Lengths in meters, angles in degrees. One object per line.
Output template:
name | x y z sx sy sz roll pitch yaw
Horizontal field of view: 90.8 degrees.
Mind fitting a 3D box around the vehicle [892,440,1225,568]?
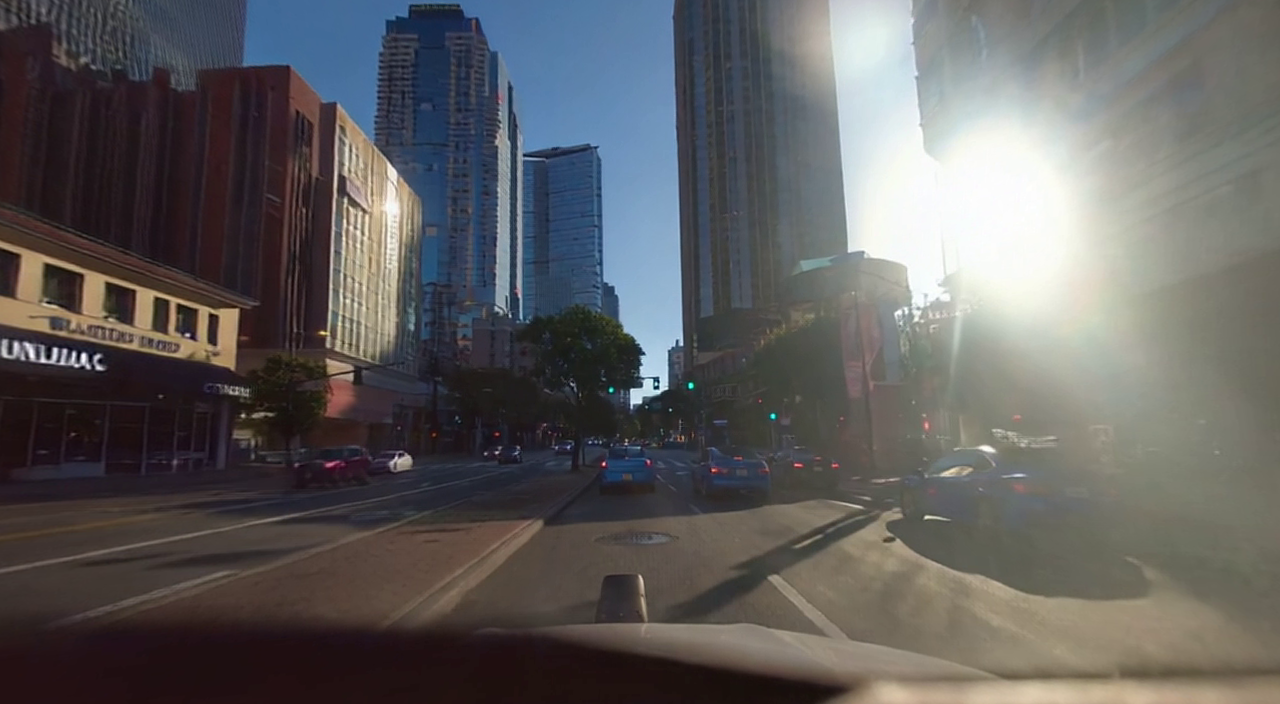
vehicle | 5.930 2.160 9.889 1.914 1.484 4.639 0 -9 -2

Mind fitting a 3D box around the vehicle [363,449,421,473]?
vehicle | -16.034 7.031 41.035 2.017 1.460 4.556 0 -9 -2

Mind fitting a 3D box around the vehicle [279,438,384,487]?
vehicle | -12.416 4.468 25.860 1.861 1.780 4.814 0 -9 0

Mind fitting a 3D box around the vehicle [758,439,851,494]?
vehicle | 5.831 4.097 23.023 2.015 1.745 4.444 0 -9 -2

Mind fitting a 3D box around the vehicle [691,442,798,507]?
vehicle | 2.616 3.201 16.988 1.987 1.484 4.427 0 -9 -2

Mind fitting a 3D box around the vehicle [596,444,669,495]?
vehicle | -0.284 3.721 20.399 2.096 1.457 4.160 0 -9 -2
